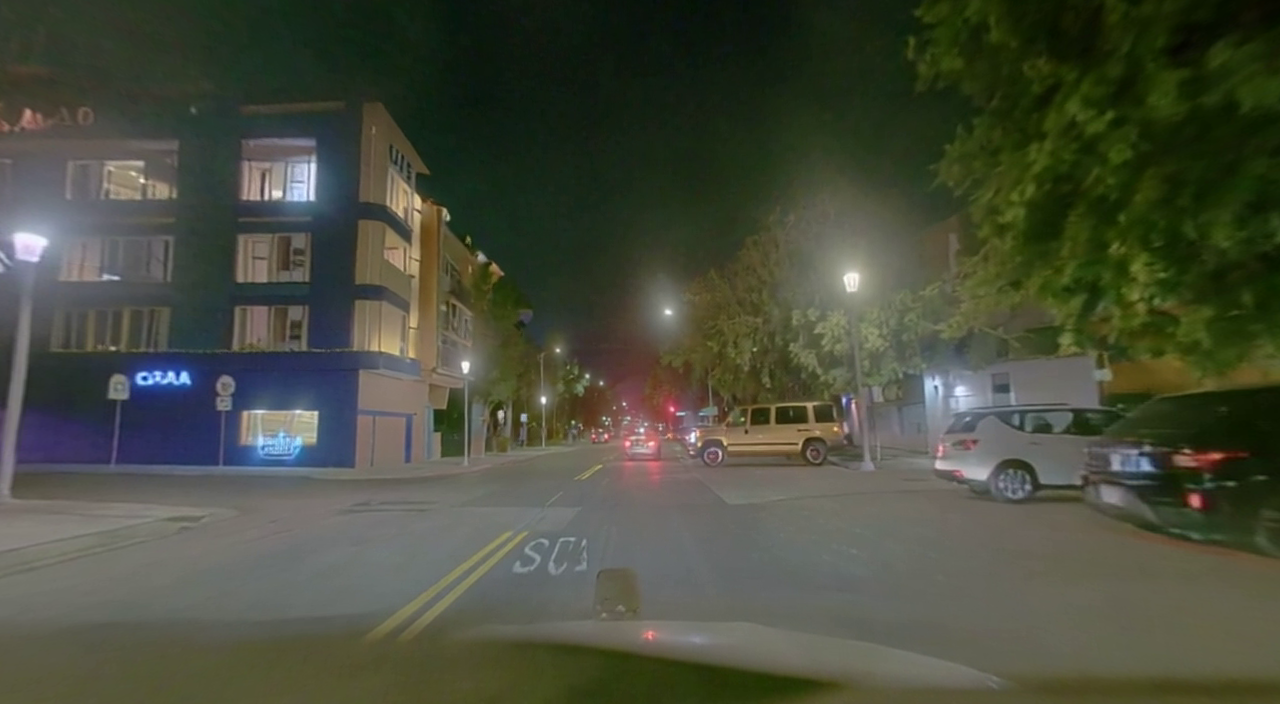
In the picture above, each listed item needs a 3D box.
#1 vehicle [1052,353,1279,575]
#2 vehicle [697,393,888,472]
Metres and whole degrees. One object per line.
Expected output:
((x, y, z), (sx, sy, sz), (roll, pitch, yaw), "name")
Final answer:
((6.366, 0.911, 5.352), (4.254, 1.636, 2.327), (-3, -8, 20), "vehicle")
((5.338, 2.897, 22.593), (6.221, 2.498, 2.239), (-5, -9, 33), "vehicle")
